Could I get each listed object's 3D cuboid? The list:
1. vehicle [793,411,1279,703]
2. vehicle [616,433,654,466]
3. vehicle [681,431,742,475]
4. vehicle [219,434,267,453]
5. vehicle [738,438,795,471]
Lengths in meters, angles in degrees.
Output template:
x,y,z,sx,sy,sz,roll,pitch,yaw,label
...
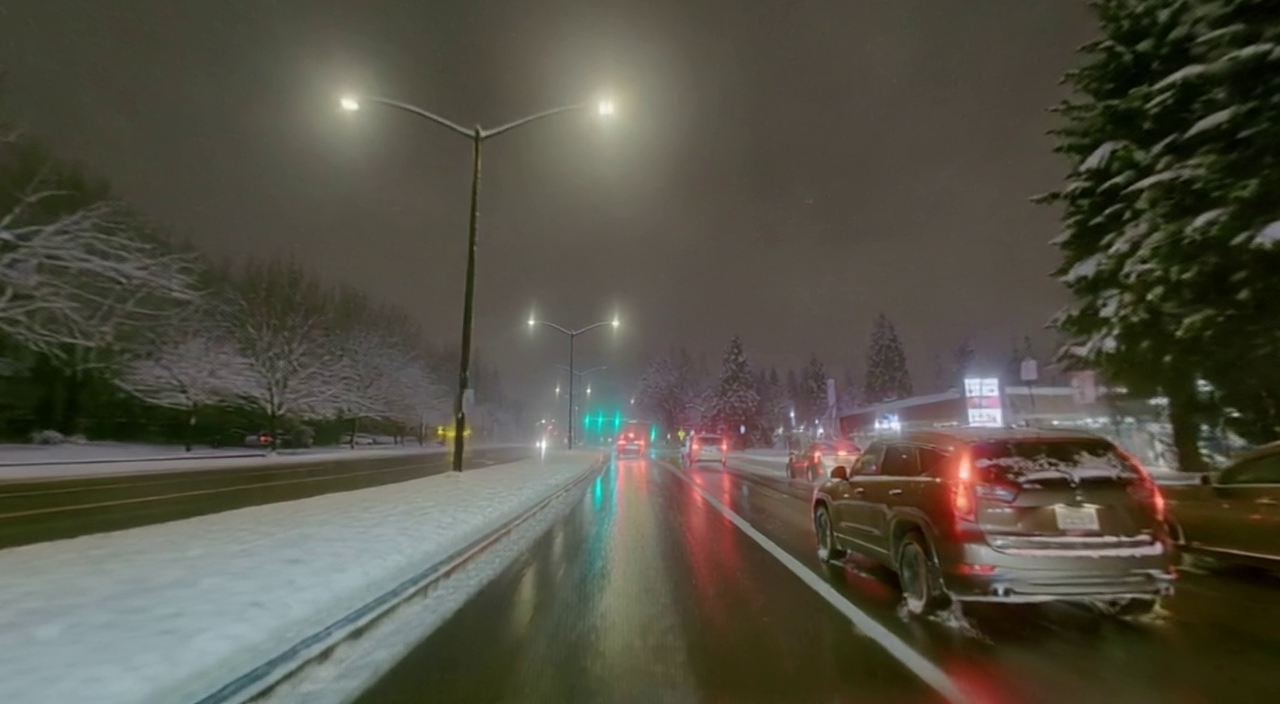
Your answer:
x,y,z,sx,sy,sz,roll,pitch,yaw,label
2.832,1.345,5.329,1.883,1.452,4.258,0,-8,-2,vehicle
-0.339,5.599,36.254,2.051,1.798,4.168,0,-8,-3,vehicle
3.023,4.406,27.555,2.000,1.745,4.206,0,-8,-3,vehicle
-30.900,7.160,49.099,1.744,1.433,3.823,1,-8,-9,vehicle
6.624,5.413,33.473,1.954,1.606,4.423,0,-8,-2,vehicle
